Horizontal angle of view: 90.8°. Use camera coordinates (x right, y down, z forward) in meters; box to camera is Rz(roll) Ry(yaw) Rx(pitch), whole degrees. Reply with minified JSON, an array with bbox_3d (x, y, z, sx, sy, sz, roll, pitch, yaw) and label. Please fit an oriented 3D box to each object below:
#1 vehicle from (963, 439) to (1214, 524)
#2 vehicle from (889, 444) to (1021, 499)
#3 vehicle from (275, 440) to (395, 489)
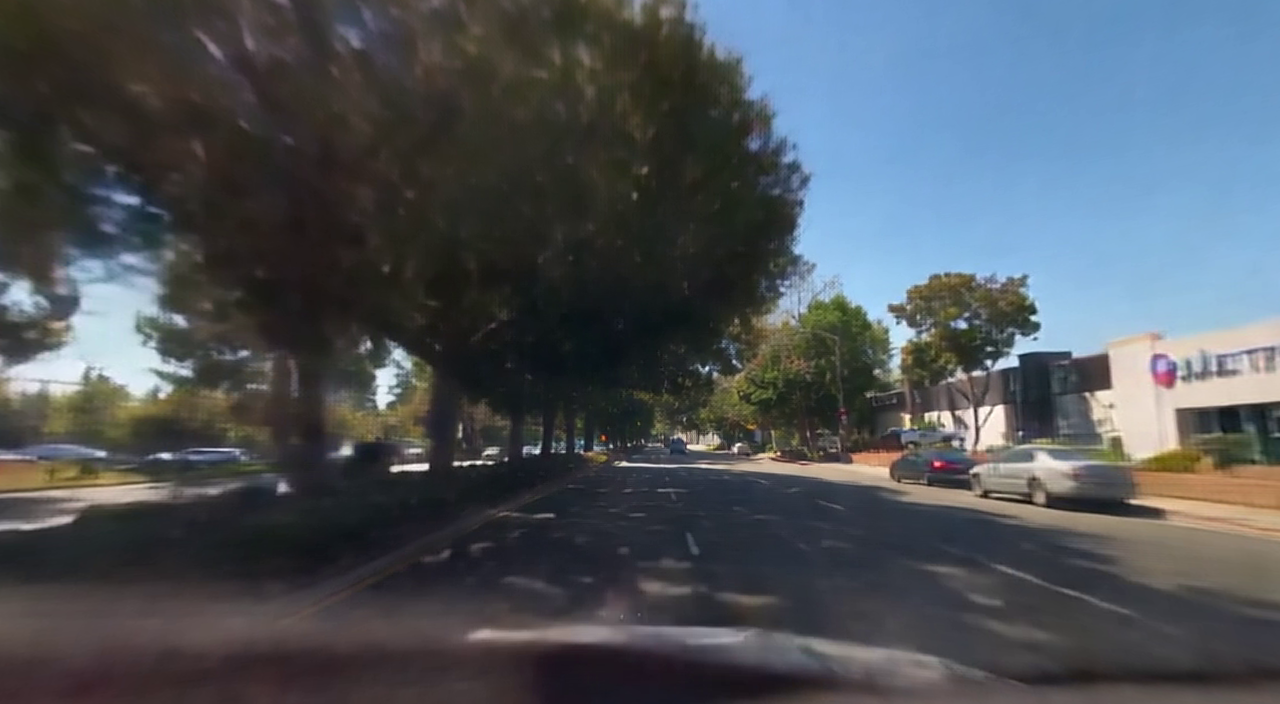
[{"bbox_3d":[9.005,2.624,13.381,2.022,1.449,4.706,-1,-9,3],"label":"vehicle"},{"bbox_3d":[9.322,3.549,19.183,1.920,1.456,4.402,-1,-9,3],"label":"vehicle"},{"bbox_3d":[-10.371,3.833,21.955,1.864,1.497,4.604,0,-9,0],"label":"vehicle"}]
